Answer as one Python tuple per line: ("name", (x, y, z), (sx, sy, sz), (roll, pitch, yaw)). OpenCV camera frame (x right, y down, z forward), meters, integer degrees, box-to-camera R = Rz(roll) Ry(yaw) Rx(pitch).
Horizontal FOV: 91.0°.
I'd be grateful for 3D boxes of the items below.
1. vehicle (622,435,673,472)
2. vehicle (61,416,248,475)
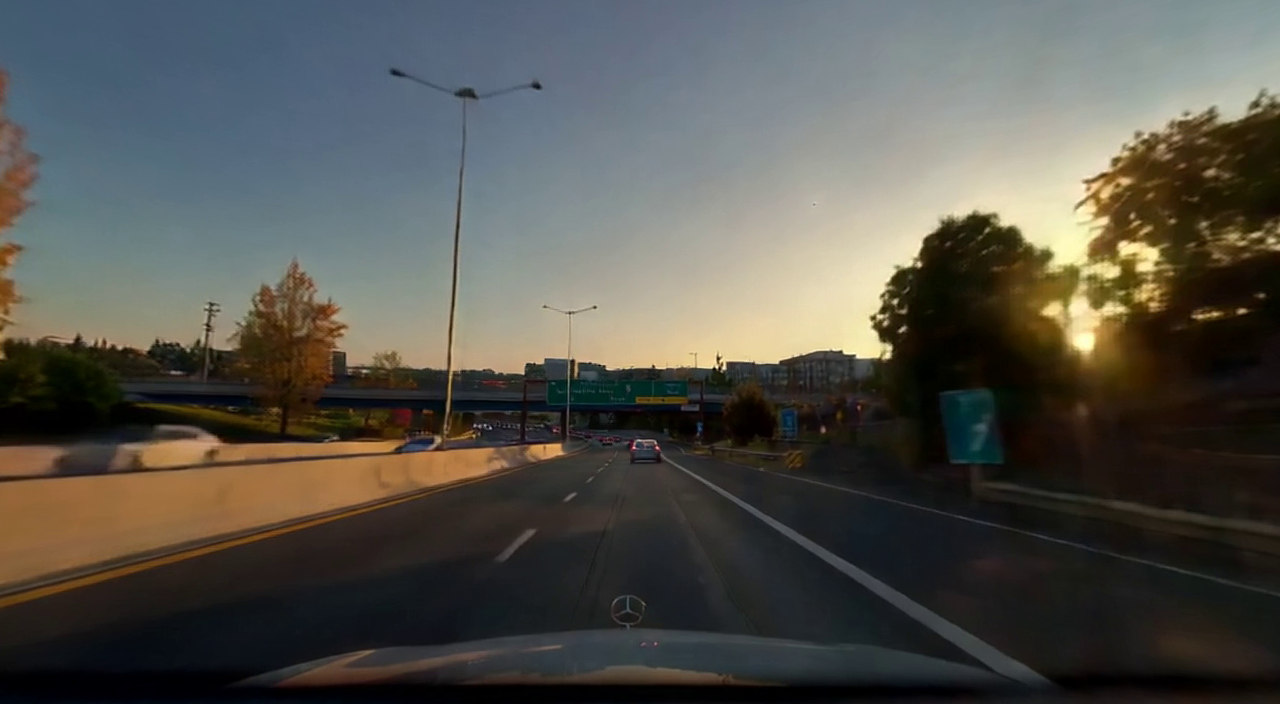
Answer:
("vehicle", (0.324, 4.519, 28.260), (2.130, 1.512, 4.057), (0, -8, 0))
("vehicle", (-14.411, 2.822, 19.112), (1.880, 1.535, 4.651), (0, -8, 1))
